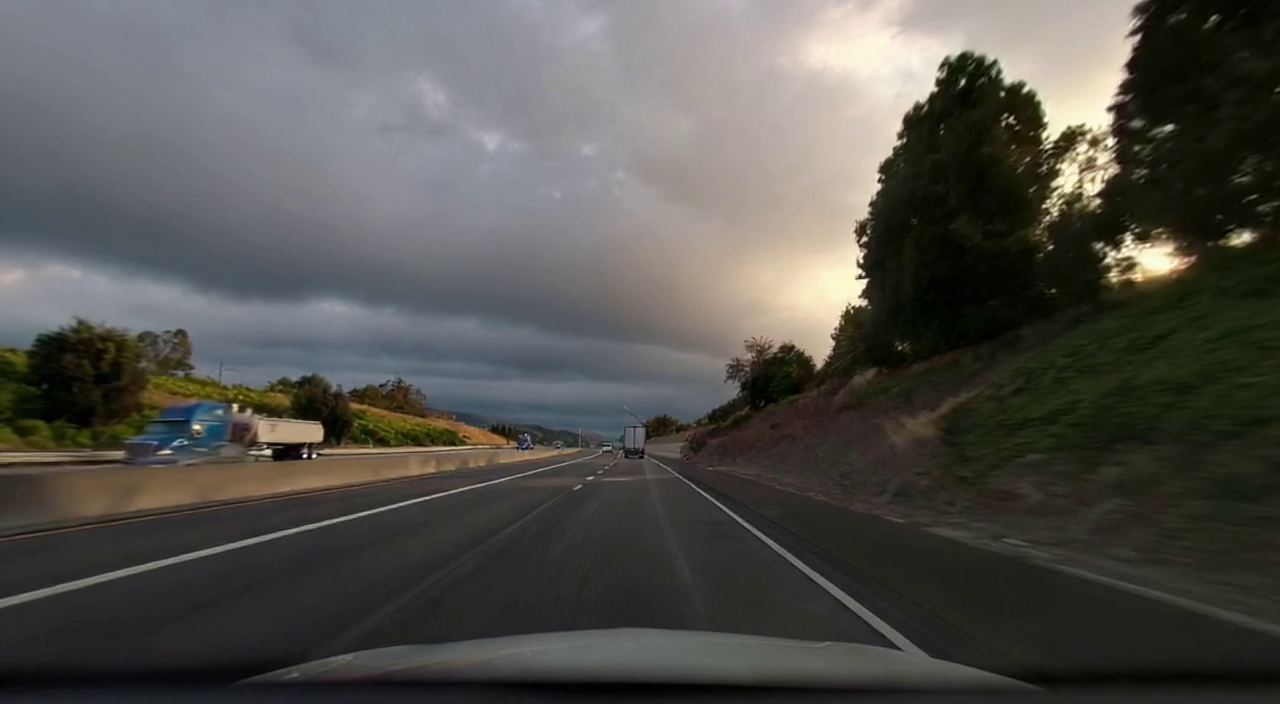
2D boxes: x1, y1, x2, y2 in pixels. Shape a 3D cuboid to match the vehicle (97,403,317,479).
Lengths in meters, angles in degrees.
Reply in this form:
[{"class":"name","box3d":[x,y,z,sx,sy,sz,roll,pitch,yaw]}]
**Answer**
[{"class":"vehicle","box3d":[-23.299,5.134,35.674,2.824,3.436,13.724,0,-9,0]}]
